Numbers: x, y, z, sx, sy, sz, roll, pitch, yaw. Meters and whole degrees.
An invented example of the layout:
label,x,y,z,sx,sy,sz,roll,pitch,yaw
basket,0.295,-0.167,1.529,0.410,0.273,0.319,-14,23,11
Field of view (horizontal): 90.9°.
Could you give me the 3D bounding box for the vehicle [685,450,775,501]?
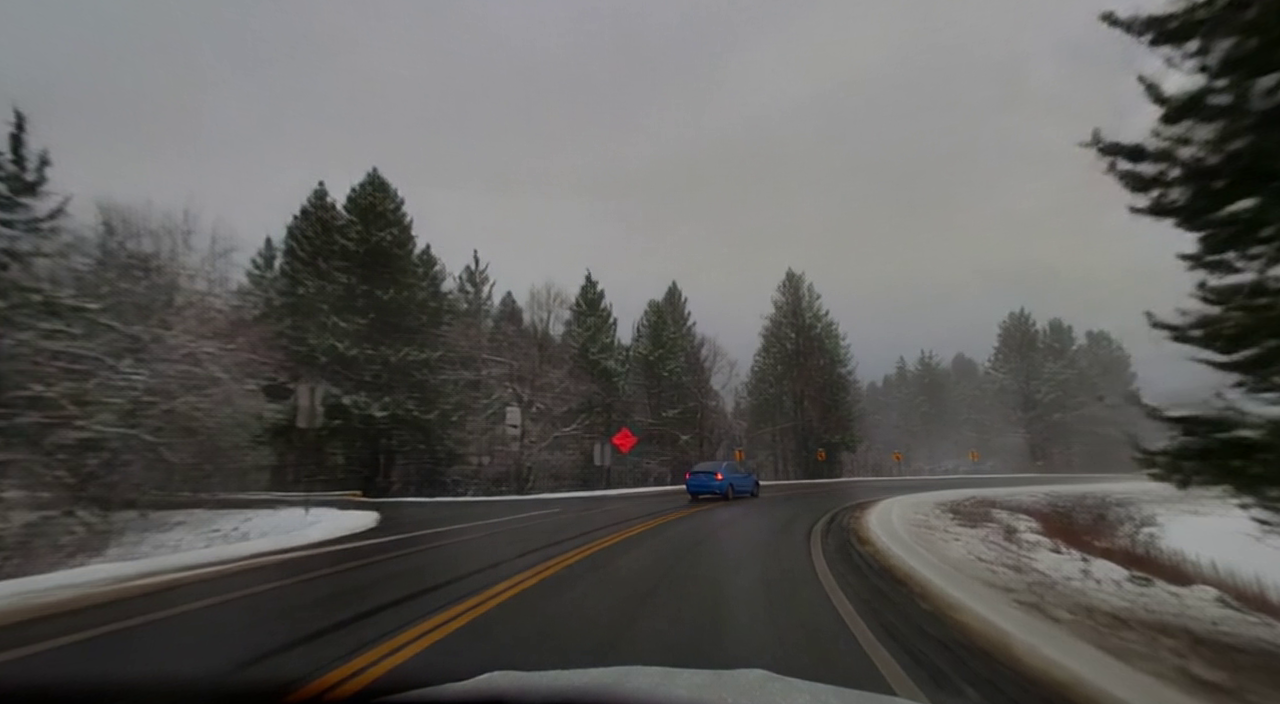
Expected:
label,x,y,z,sx,sy,sz,roll,pitch,yaw
vehicle,3.508,4.643,23.901,1.997,1.692,4.422,-5,-11,28
